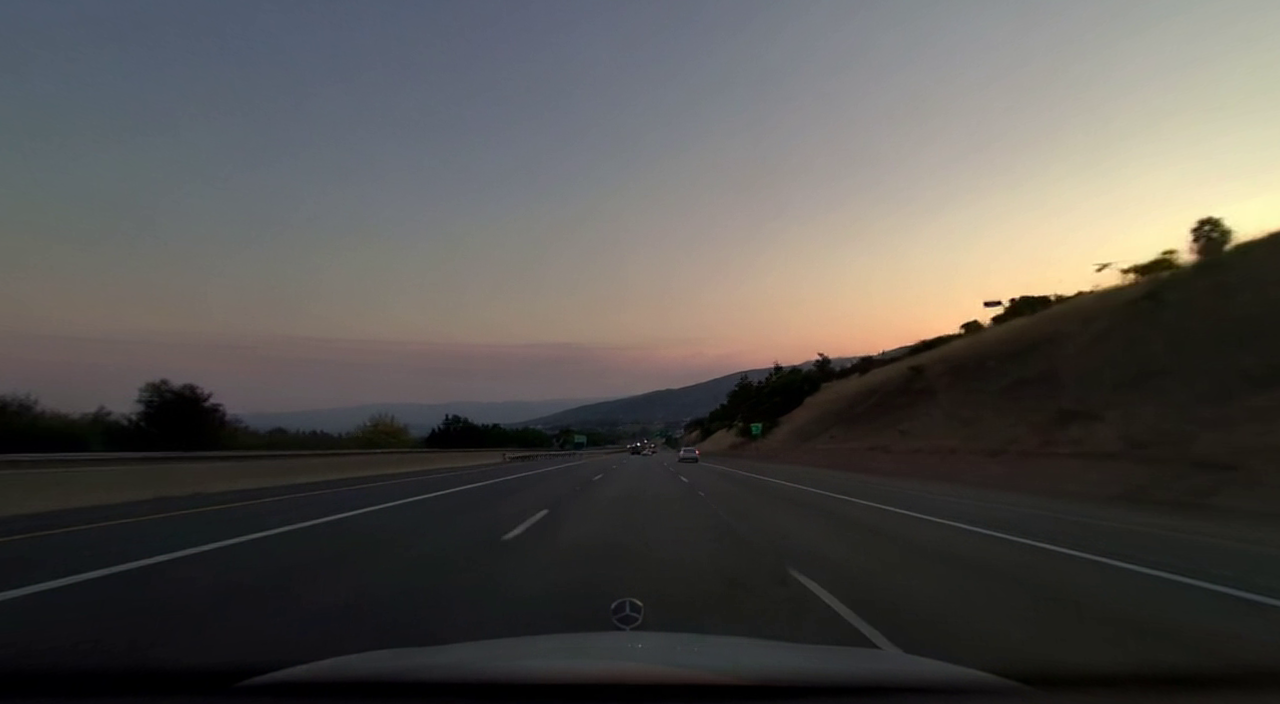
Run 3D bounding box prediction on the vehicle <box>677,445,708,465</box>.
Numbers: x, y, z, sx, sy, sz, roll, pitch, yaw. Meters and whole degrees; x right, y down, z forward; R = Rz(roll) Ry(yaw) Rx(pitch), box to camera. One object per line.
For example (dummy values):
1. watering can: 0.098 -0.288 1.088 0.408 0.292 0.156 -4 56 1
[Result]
1. vehicle: 4.104 8.131 49.849 2.003 1.520 4.058 0 -8 -1
